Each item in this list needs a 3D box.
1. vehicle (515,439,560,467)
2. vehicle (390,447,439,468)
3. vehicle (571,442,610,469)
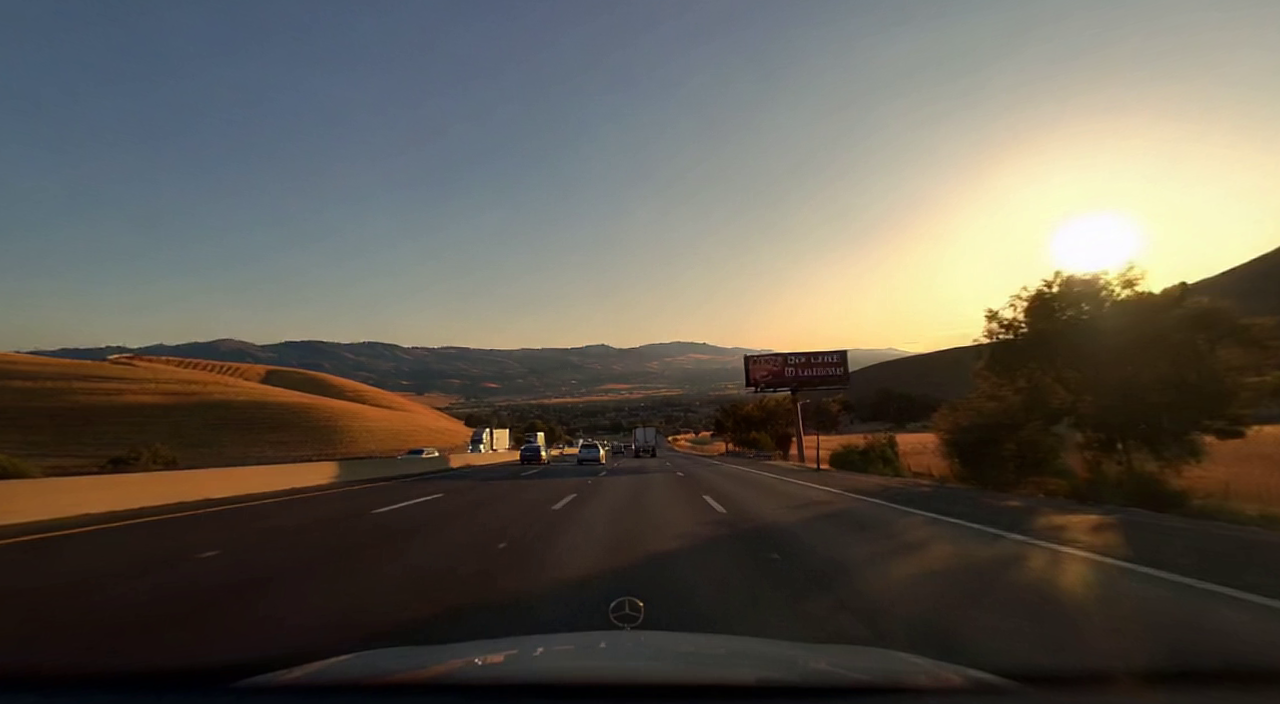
[{"bbox_3d":[-6.645,6.593,41.429,2.062,1.708,4.458,0,-8,1],"label":"vehicle"},{"bbox_3d":[-17.075,7.985,47.999,1.949,1.507,4.826,0,-8,1],"label":"vehicle"},{"bbox_3d":[-2.965,6.351,38.998,2.042,1.532,4.396,0,-8,0],"label":"vehicle"}]
